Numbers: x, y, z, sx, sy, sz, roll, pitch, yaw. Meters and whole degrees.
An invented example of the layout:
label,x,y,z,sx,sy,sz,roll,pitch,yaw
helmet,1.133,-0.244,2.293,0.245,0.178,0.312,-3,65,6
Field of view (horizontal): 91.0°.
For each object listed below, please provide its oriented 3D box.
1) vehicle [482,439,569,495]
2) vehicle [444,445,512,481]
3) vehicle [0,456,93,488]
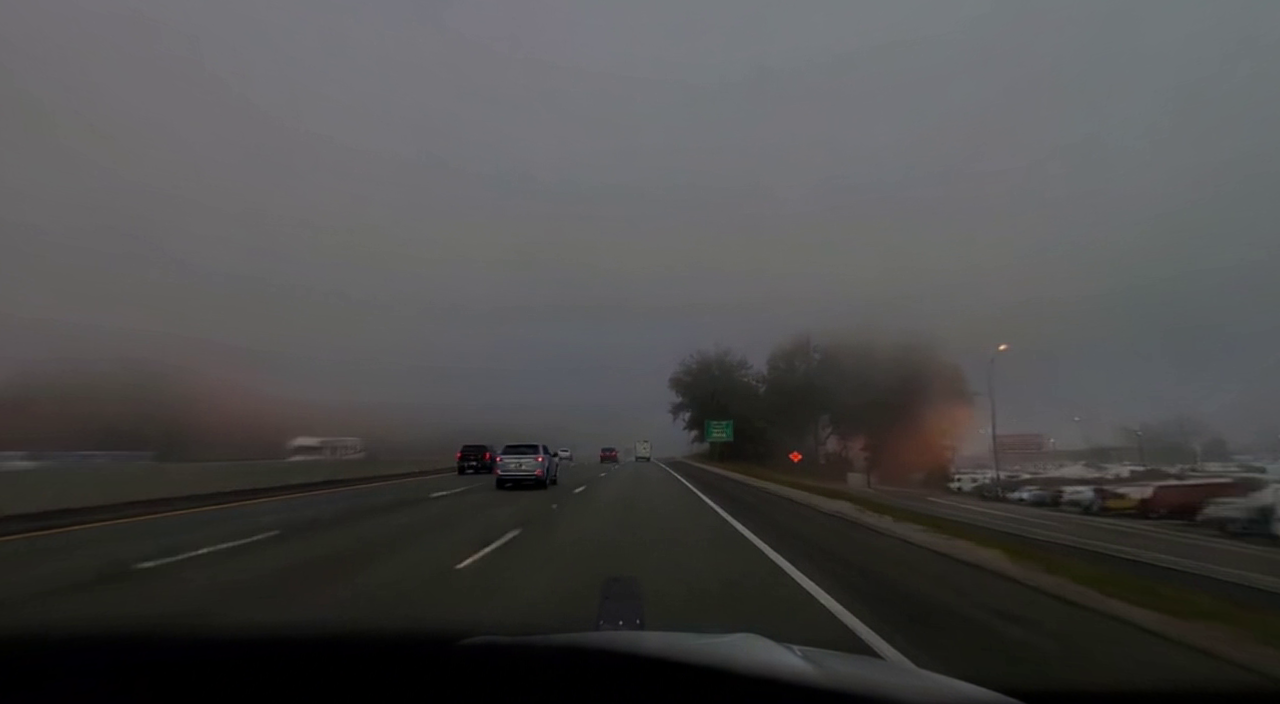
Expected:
label,x,y,z,sx,sy,sz,roll,pitch,yaw
vehicle,-3.754,3.853,21.445,2.070,1.665,4.213,0,-9,2
vehicle,-7.496,5.161,29.647,1.991,1.538,4.360,0,-9,1
vehicle,-33.274,6.542,34.682,1.869,1.517,4.794,0,-9,1
